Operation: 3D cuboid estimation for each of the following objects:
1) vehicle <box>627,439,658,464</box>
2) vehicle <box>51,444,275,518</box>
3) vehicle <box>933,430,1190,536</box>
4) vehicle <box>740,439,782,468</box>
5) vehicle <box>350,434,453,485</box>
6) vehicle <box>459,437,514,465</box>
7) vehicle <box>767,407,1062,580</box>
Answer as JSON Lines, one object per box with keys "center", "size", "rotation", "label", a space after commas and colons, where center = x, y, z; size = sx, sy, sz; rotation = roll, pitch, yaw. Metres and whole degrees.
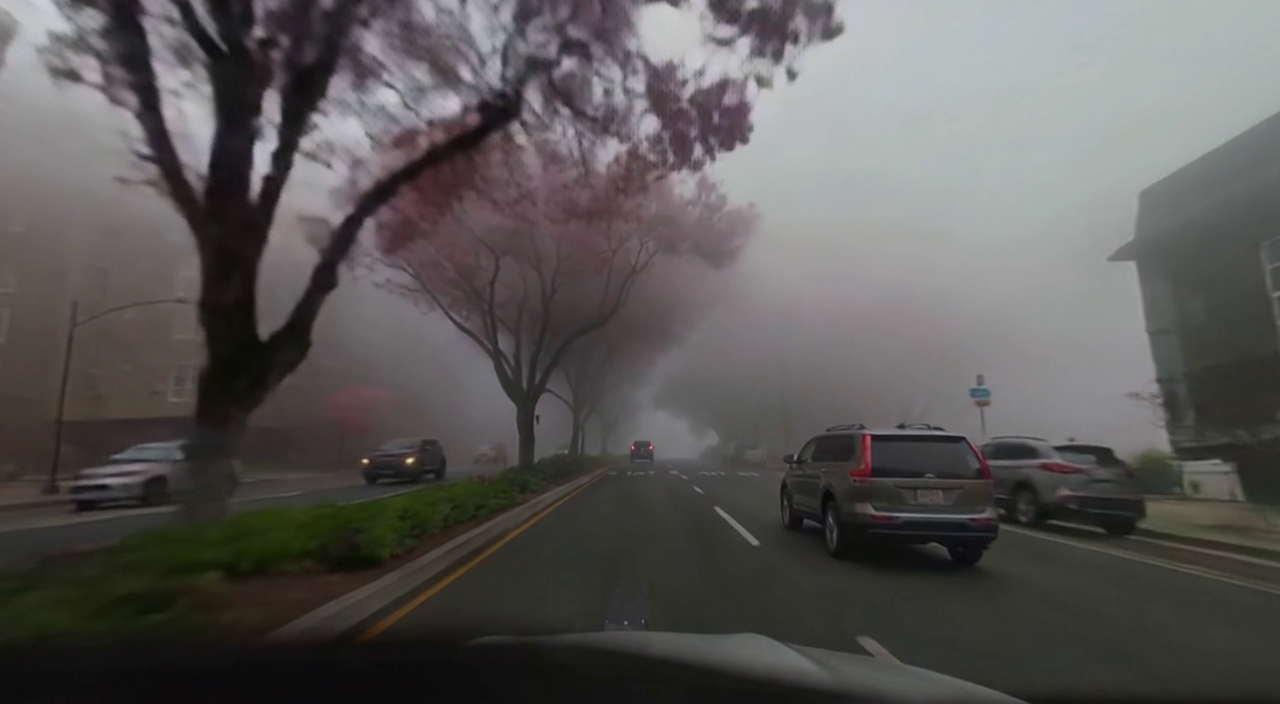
{"center": [0.221, 7.563, 47.937], "size": [2.244, 1.813, 4.129], "rotation": [0, -8, 1], "label": "vehicle"}
{"center": [-11.446, 3.064, 15.656], "size": [2.053, 1.545, 4.417], "rotation": [0, -8, 1], "label": "vehicle"}
{"center": [7.716, 2.398, 12.227], "size": [1.869, 1.658, 4.405], "rotation": [0, -8, 0], "label": "vehicle"}
{"center": [7.802, 6.568, 40.950], "size": [1.895, 1.799, 4.265], "rotation": [0, -8, 0], "label": "vehicle"}
{"center": [-8.517, 3.868, 23.010], "size": [2.042, 1.654, 4.504], "rotation": [0, -8, 0], "label": "vehicle"}
{"center": [-10.934, 7.111, 45.403], "size": [2.502, 1.881, 5.953], "rotation": [0, -8, 0], "label": "vehicle"}
{"center": [3.277, 1.781, 8.795], "size": [2.071, 1.747, 4.549], "rotation": [0, -8, 0], "label": "vehicle"}
